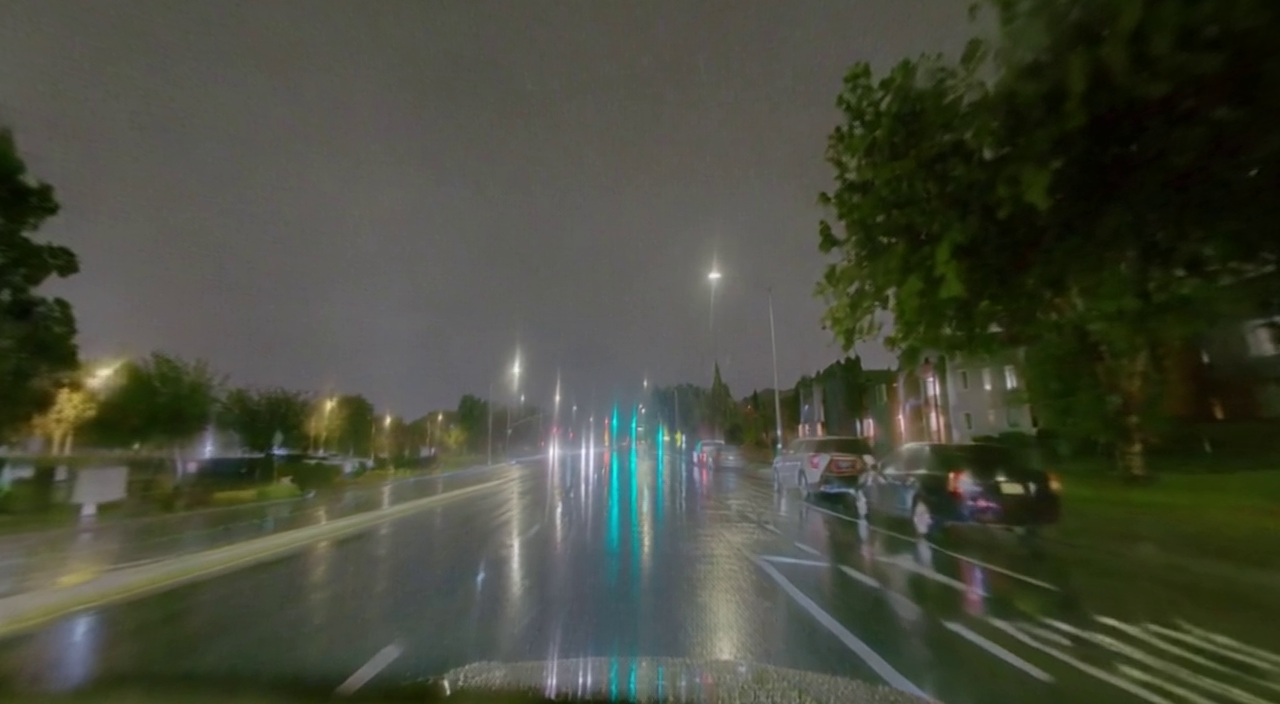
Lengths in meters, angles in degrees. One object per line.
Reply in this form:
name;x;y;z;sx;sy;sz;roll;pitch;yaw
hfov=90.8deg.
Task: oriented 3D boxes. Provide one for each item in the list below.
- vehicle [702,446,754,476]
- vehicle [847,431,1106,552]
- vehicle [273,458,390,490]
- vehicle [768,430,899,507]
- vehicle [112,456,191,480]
vehicle;4.462;5.586;32.667;1.935;1.433;4.241;0;-9;-2
vehicle;4.989;2.090;10.122;1.837;1.532;3.886;1;-9;-3
vehicle;-15.492;6.160;31.944;4.826;1.491;2.086;1;-9;-4
vehicle;4.840;2.960;16.518;2.028;1.731;4.241;0;-9;-1
vehicle;-37.072;8.804;48.104;4.414;1.651;1.912;5;-10;-30
